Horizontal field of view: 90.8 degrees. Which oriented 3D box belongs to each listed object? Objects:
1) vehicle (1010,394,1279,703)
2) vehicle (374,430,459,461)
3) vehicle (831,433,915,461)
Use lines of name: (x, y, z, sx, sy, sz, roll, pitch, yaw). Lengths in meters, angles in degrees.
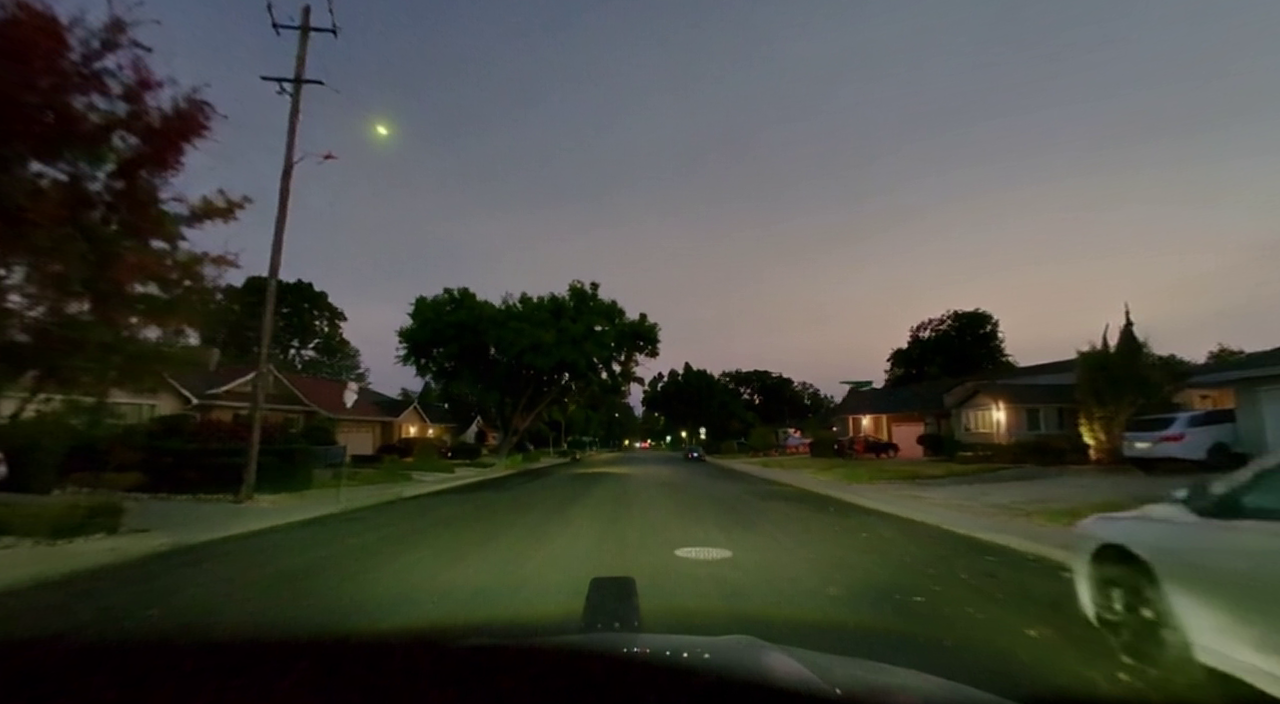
vehicle: (3.863, 0.911, 2.262, 2.136, 1.596, 4.790, 0, -8, 0)
vehicle: (-15.307, 6.470, 43.433, 5.003, 1.805, 2.041, 10, -13, -37)
vehicle: (14.167, 5.735, 38.451, 4.391, 1.555, 1.953, 1, -7, -13)
